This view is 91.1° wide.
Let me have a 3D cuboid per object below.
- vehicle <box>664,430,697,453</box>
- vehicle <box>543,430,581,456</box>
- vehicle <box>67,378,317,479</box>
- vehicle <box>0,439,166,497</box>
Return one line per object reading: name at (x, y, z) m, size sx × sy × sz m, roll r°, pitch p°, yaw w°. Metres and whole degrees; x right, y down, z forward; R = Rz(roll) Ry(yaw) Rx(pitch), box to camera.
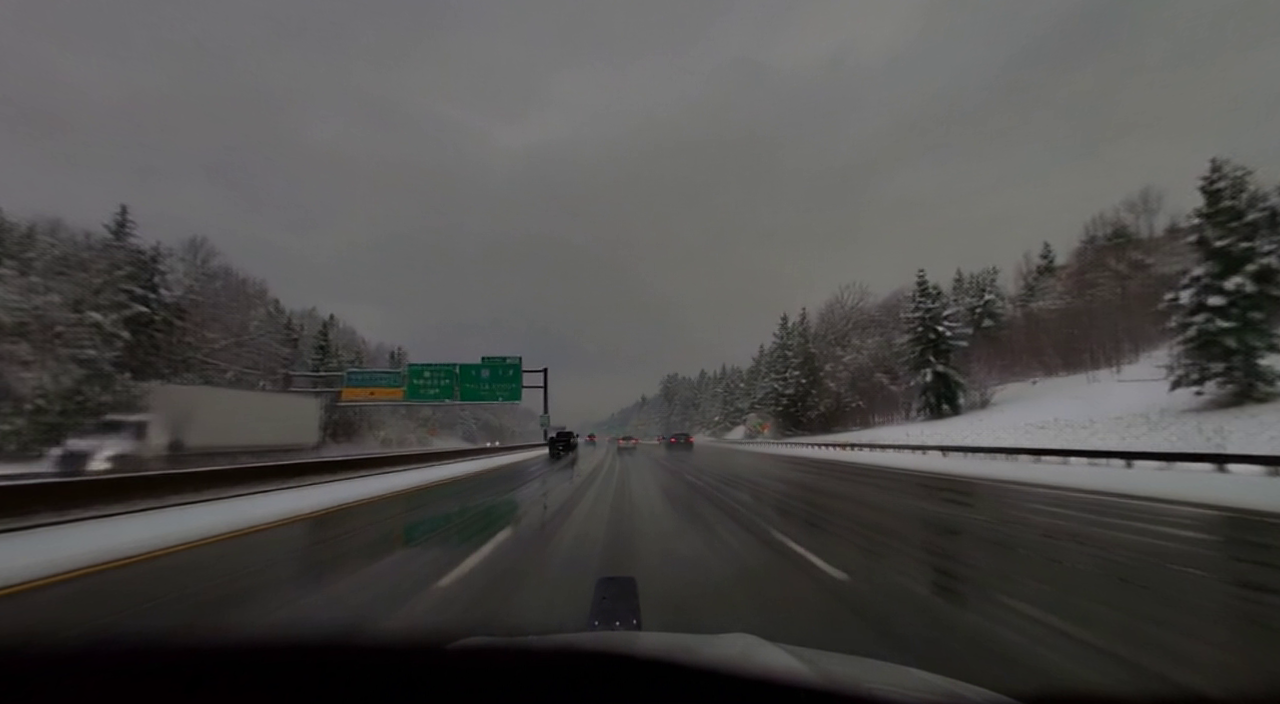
vehicle at (3.087, 6.880, 48.582) m, size 2.066 × 1.673 × 4.225 m, roll 0°, pitch -8°, yaw -2°
vehicle at (-5.256, 6.167, 42.755) m, size 2.119 × 1.629 × 3.946 m, roll 0°, pitch -8°, yaw -1°
vehicle at (-21.406, 3.977, 32.053) m, size 2.881 × 3.966 × 14.073 m, roll 0°, pitch -8°, yaw -2°
vehicle at (-16.990, 3.422, 19.088) m, size 1.896 × 1.535 × 4.266 m, roll 0°, pitch -8°, yaw -1°
